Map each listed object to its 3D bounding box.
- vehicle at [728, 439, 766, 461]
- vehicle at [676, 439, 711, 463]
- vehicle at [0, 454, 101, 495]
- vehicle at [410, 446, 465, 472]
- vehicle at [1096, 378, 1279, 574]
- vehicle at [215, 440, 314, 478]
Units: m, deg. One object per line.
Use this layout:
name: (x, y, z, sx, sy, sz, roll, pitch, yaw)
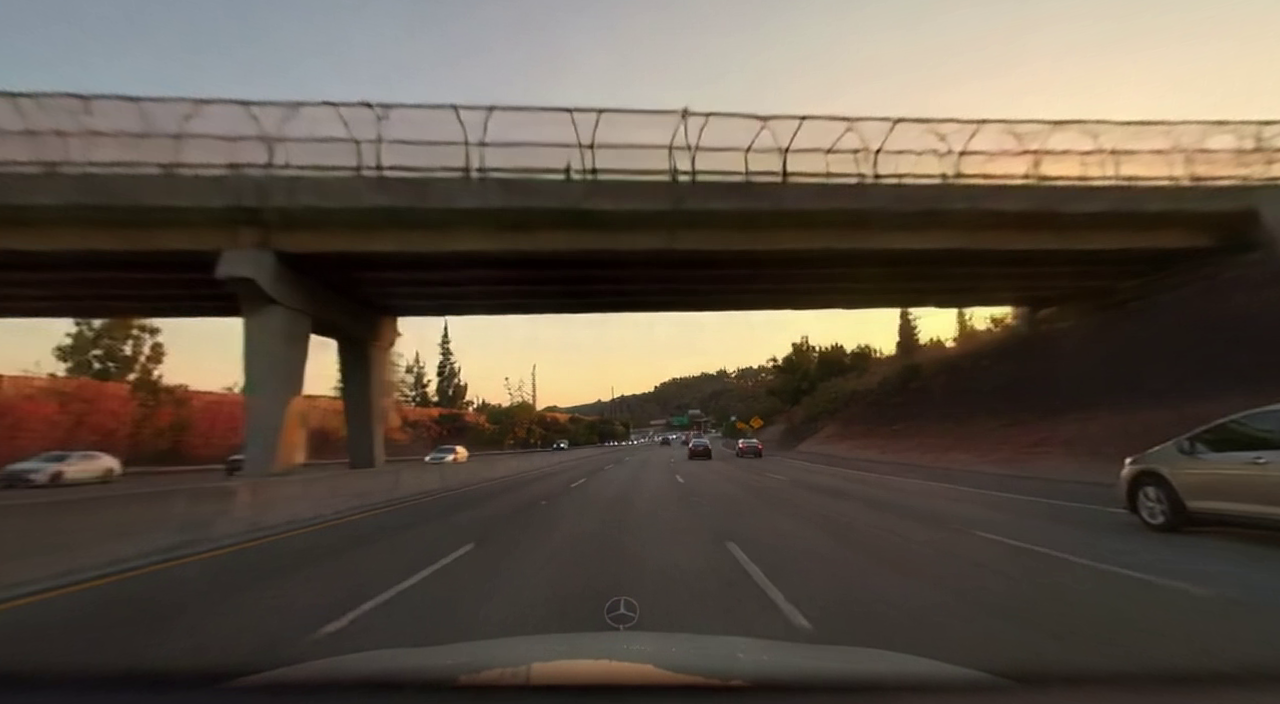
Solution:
vehicle: (7.688, 7.121, 45.922, 1.989, 1.529, 4.375, 0, -9, 0)
vehicle: (3.452, 6.535, 41.653, 1.981, 1.471, 4.342, -1, -9, 1)
vehicle: (-28.168, 5.650, 29.429, 2.018, 1.692, 4.563, -1, -9, 1)
vehicle: (-14.098, 7.445, 44.232, 2.106, 1.674, 4.768, -1, -9, 2)
vehicle: (6.992, 1.111, 5.647, 2.087, 1.806, 4.946, 0, -9, 0)
vehicle: (-27.967, 7.940, 47.510, 2.508, 2.445, 7.434, 1, -8, 3)
